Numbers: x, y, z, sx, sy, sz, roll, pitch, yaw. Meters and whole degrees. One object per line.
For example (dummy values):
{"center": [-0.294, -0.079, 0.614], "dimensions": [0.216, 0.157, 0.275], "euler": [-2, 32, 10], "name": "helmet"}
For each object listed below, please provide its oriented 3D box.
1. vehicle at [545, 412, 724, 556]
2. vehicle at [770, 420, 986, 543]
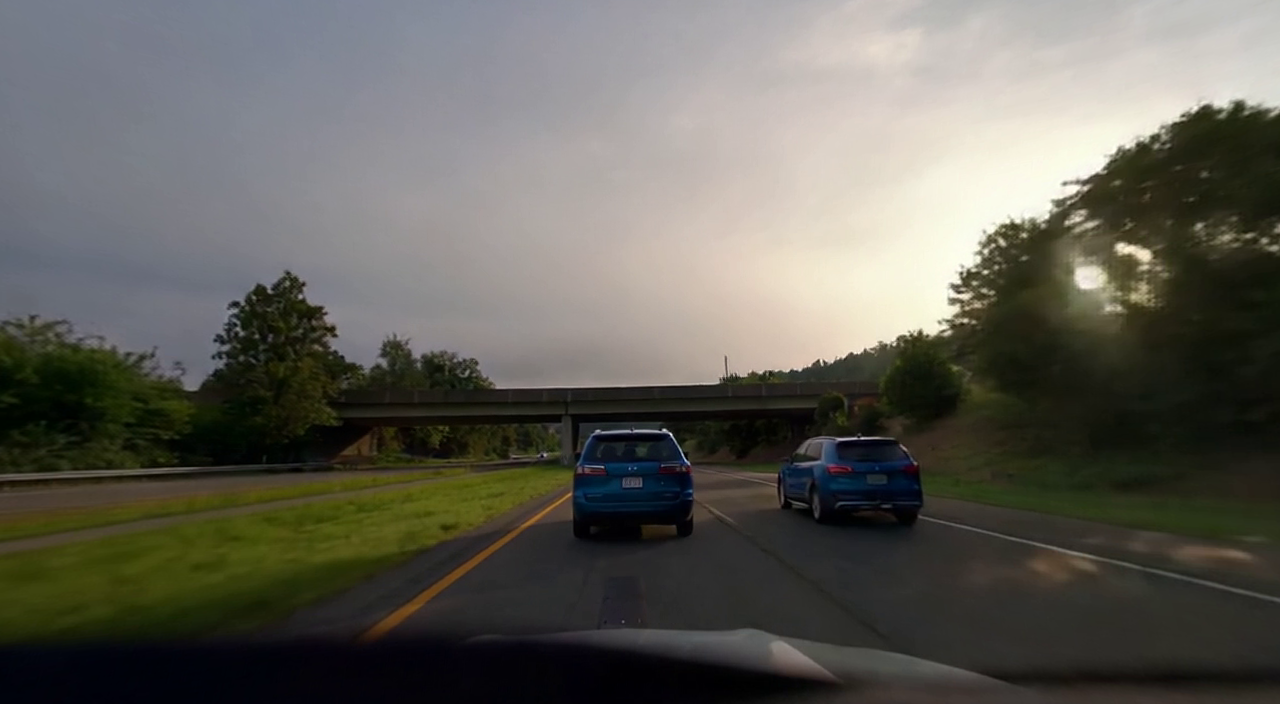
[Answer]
{"center": [-0.087, 2.010, 10.169], "dimensions": [2.288, 1.823, 4.059], "euler": [0, -9, 0], "name": "vehicle"}
{"center": [3.937, 2.237, 11.489], "dimensions": [2.043, 1.767, 4.620], "euler": [0, -9, -1], "name": "vehicle"}
